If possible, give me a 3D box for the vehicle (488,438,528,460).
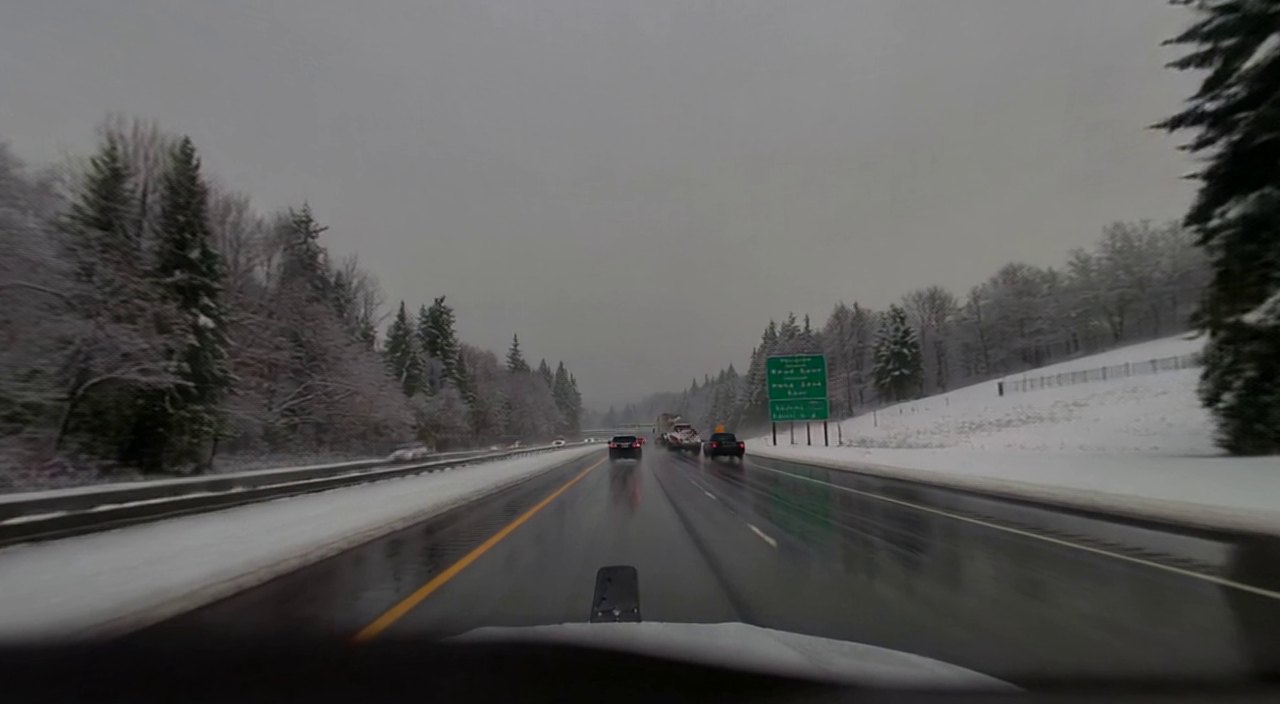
[{"bbox_3d":[-10.086,7.439,48.609,2.163,1.522,4.269,0,-8,0],"label":"vehicle"}]

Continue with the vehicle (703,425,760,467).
[{"bbox_3d":[4.381,4.566,30.869,2.073,1.905,4.023,0,-8,-2],"label":"vehicle"}]

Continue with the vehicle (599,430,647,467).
[{"bbox_3d":[-0.824,4.710,31.161,2.206,1.681,4.111,0,-8,-1],"label":"vehicle"}]

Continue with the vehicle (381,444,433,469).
[{"bbox_3d":[-14.390,6.450,39.123,1.806,1.418,3.732,0,-8,-1],"label":"vehicle"}]

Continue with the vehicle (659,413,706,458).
[{"bbox_3d":[2.993,6.190,46.633,2.728,3.053,7.708,0,-8,-1],"label":"vehicle"}]
